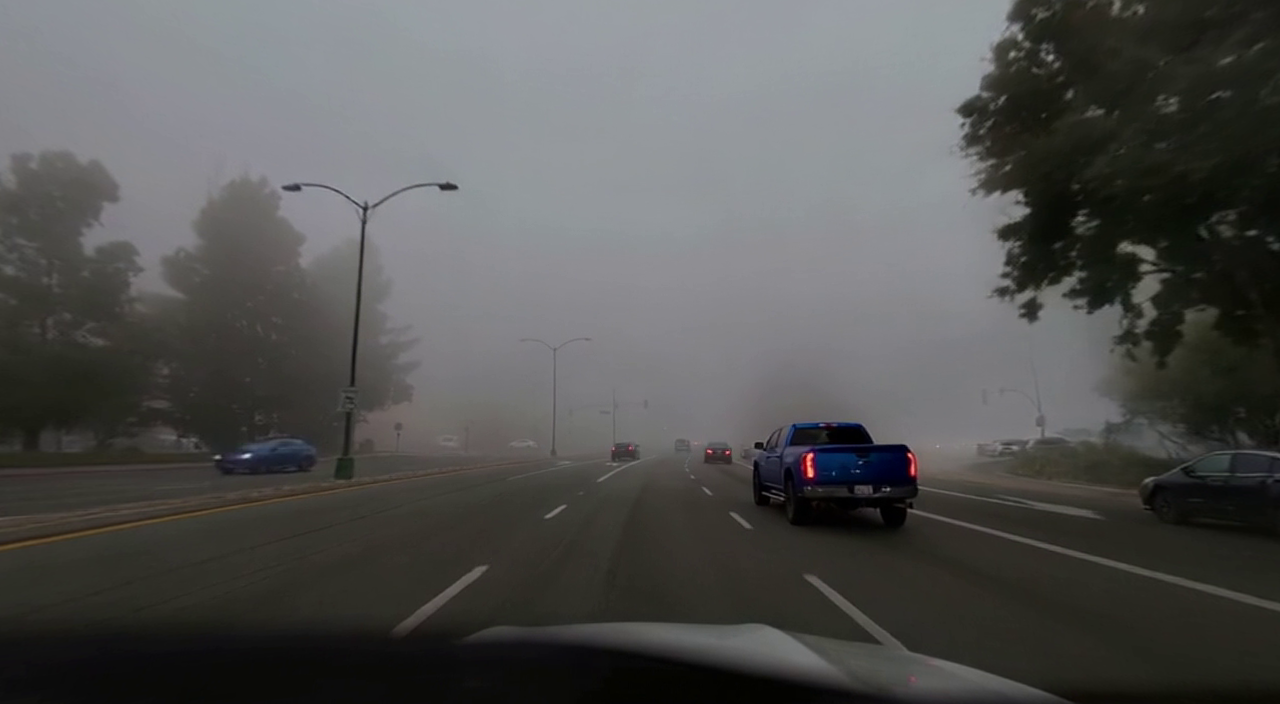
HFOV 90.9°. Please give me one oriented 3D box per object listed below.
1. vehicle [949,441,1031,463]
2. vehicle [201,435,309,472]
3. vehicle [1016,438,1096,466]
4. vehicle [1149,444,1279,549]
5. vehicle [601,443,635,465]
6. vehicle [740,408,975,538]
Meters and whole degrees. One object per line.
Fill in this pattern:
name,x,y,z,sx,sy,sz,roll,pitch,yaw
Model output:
vehicle,24.164,6.893,43.537,4.711,1.460,2.149,2,-9,-17
vehicle,-17.696,4.684,29.288,1.893,1.593,4.575,-1,-8,4
vehicle,25.469,6.124,38.621,3.945,1.618,1.919,3,-9,-18
vehicle,10.296,2.108,9.207,1.963,1.513,4.600,0,-8,2
vehicle,-1.557,7.406,45.961,1.958,1.542,4.175,-1,-8,5
vehicle,3.460,2.093,11.624,2.333,1.777,5.713,0,-8,0
